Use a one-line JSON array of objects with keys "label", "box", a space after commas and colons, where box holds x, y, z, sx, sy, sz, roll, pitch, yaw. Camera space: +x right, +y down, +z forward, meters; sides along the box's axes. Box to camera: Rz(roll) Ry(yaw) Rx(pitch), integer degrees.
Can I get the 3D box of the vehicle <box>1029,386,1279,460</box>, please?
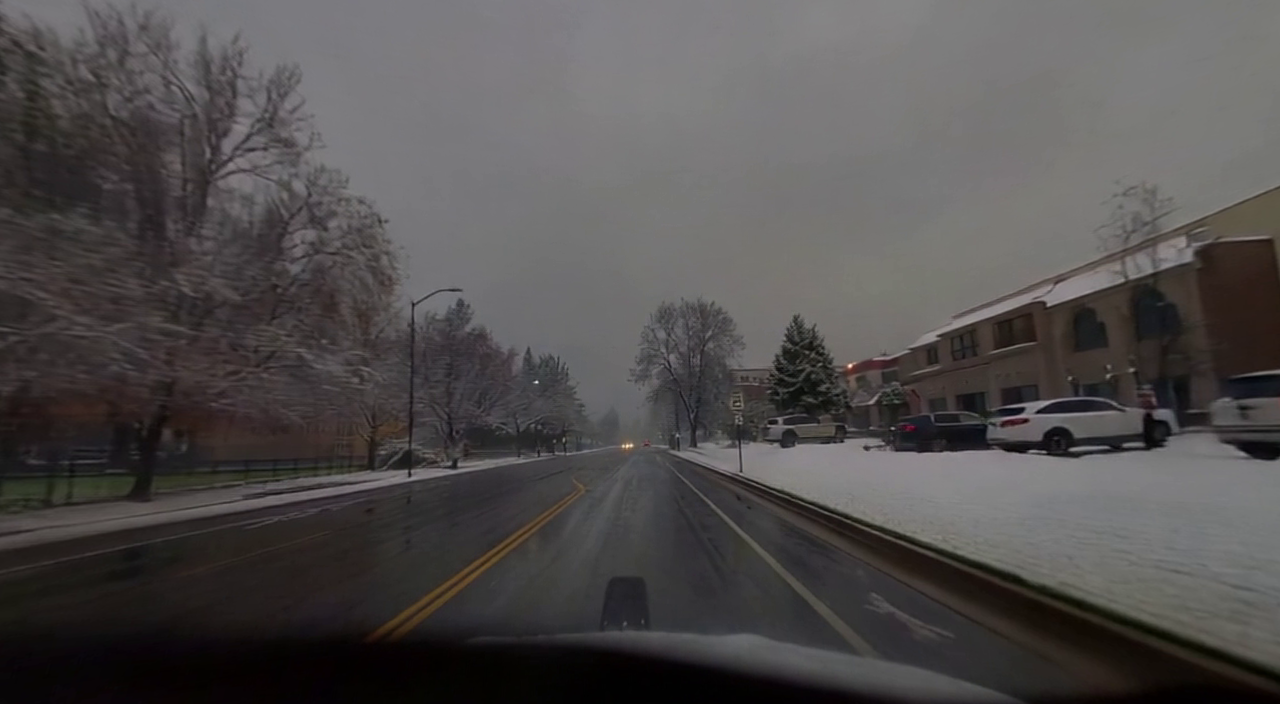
[{"label": "vehicle", "box": [12.374, 1.766, 15.458, 4.284, 1.663, 2.031, 0, -8, 1]}]
